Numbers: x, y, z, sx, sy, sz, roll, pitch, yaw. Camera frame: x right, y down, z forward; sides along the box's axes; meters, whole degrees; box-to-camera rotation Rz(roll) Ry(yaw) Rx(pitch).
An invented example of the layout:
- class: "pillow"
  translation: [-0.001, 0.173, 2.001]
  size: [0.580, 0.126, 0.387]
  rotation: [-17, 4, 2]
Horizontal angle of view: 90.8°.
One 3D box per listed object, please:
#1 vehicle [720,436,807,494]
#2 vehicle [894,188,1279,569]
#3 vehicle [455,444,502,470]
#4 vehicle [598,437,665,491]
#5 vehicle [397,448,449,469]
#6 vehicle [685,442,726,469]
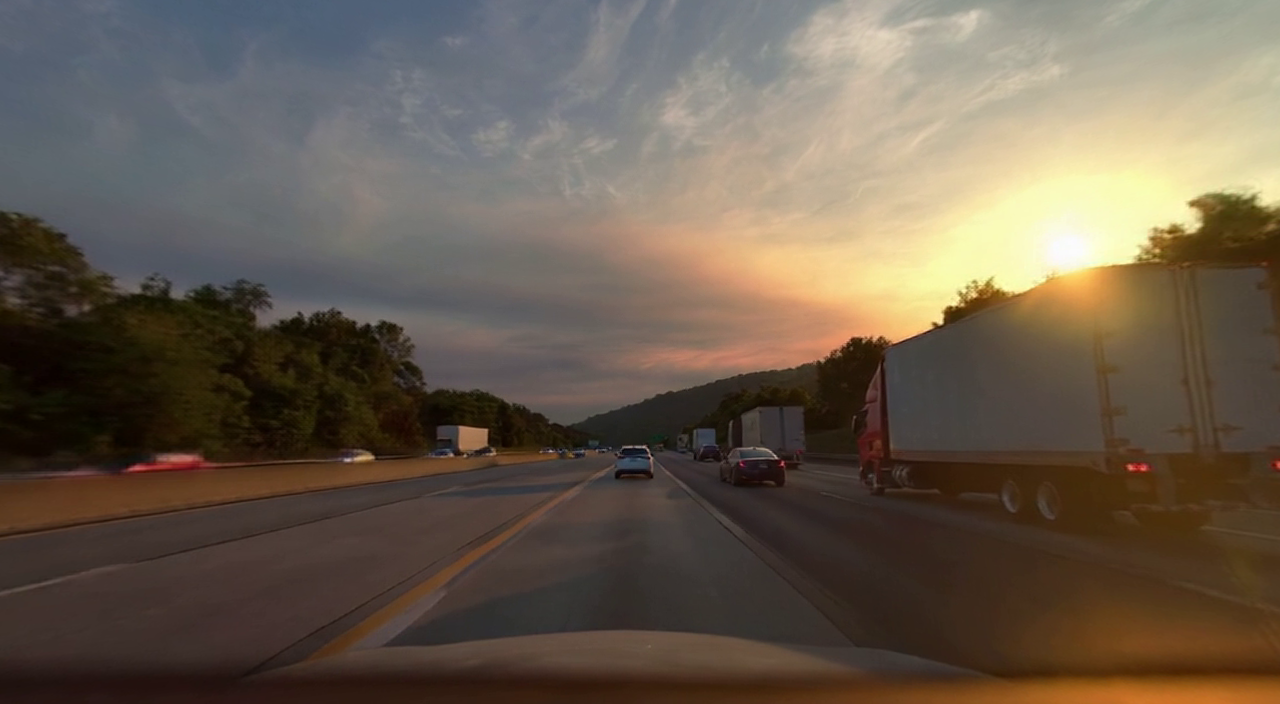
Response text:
- class: "vehicle"
  translation: [3.728, 3.493, 19.752]
  size: [1.920, 1.594, 3.867]
  rotation: [0, -9, -1]
- class: "vehicle"
  translation: [7.604, 0.829, 10.877]
  size: [2.823, 4.063, 8.485]
  rotation: [0, -9, 0]
- class: "vehicle"
  translation: [-11.280, 7.354, 44.287]
  size: [2.074, 1.655, 4.124]
  rotation: [-1, -9, 2]
- class: "vehicle"
  translation: [-0.242, 3.682, 20.976]
  size: [2.023, 1.618, 3.628]
  rotation: [0, -9, 0]
- class: "vehicle"
  translation: [-15.674, 7.723, 45.826]
  size: [1.932, 1.433, 4.529]
  rotation: [-1, -9, 3]
- class: "vehicle"
  translation: [4.157, 6.609, 40.474]
  size: [2.150, 1.632, 4.260]
  rotation: [0, -9, 0]
